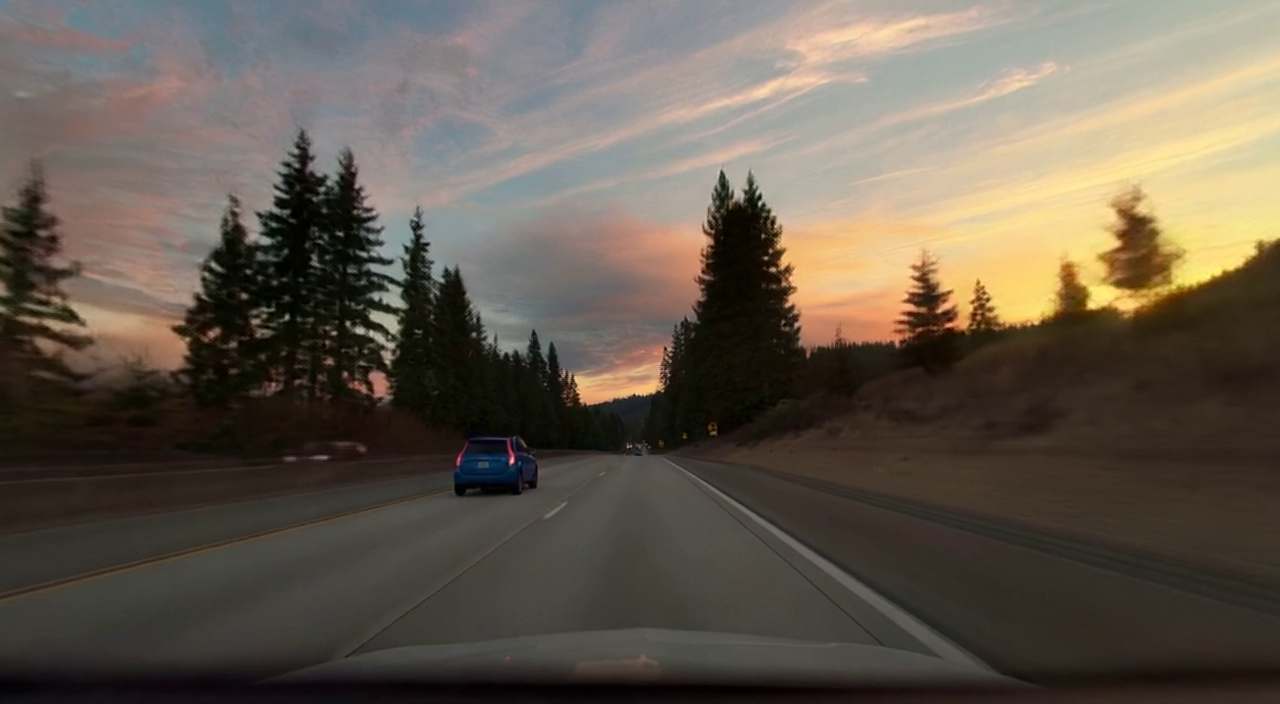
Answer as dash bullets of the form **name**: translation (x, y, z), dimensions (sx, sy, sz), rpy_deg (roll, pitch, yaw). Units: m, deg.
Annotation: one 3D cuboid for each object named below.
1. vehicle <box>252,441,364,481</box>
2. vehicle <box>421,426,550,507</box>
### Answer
- **vehicle**: translation (-13.724, 4.509, 26.363), dimensions (2.115, 1.526, 4.674), rpy_deg (0, -8, 1)
- **vehicle**: translation (-3.726, 2.849, 16.123), dimensions (2.084, 1.752, 4.479), rpy_deg (0, -8, 1)
